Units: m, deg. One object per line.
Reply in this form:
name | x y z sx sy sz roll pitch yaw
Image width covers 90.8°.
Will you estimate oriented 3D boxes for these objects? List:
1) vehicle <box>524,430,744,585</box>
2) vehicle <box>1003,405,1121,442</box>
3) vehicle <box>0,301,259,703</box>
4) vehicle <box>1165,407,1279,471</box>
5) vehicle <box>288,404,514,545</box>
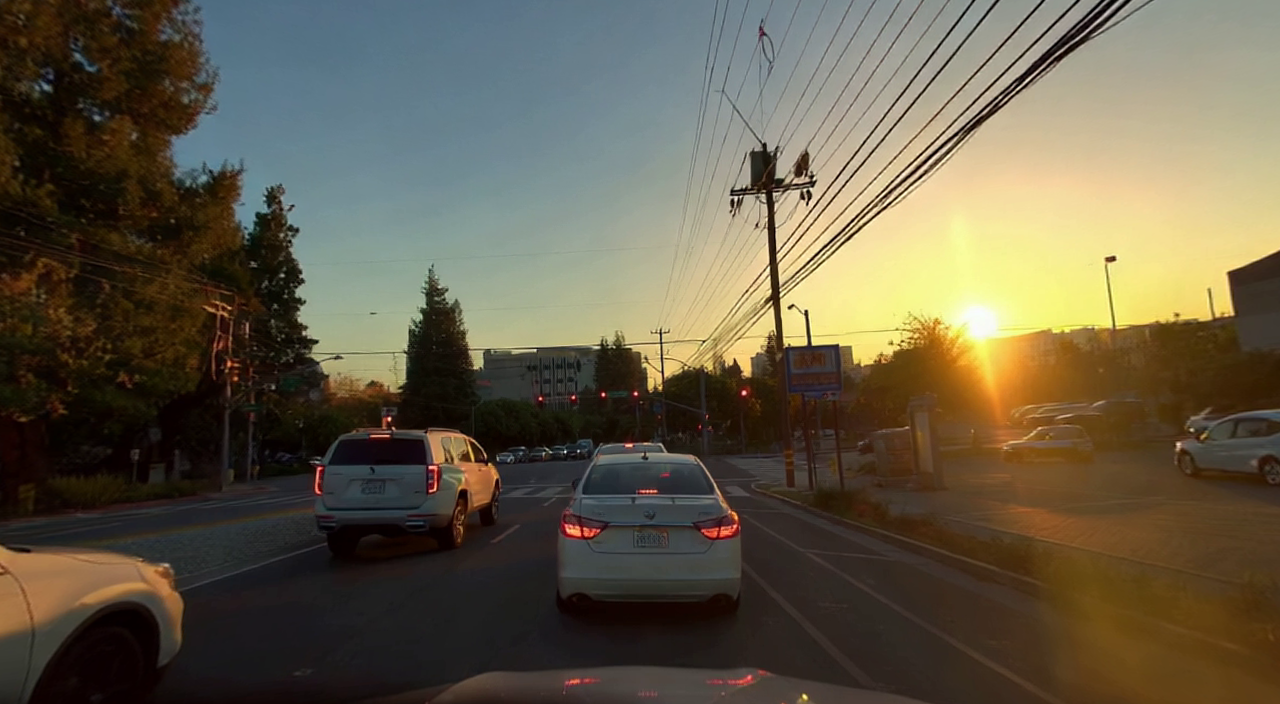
vehicle | -0.103 1.800 8.150 2.121 1.474 3.968 0 -8 -1
vehicle | 26.899 4.631 40.497 5.782 2.286 2.223 -1 -9 4
vehicle | -3.594 0.638 1.532 2.085 1.943 5.053 0 -8 1
vehicle | 17.028 2.534 18.256 1.858 1.622 4.491 -5 -10 28
vehicle | -3.841 2.080 11.374 2.147 1.963 4.927 0 -8 0
